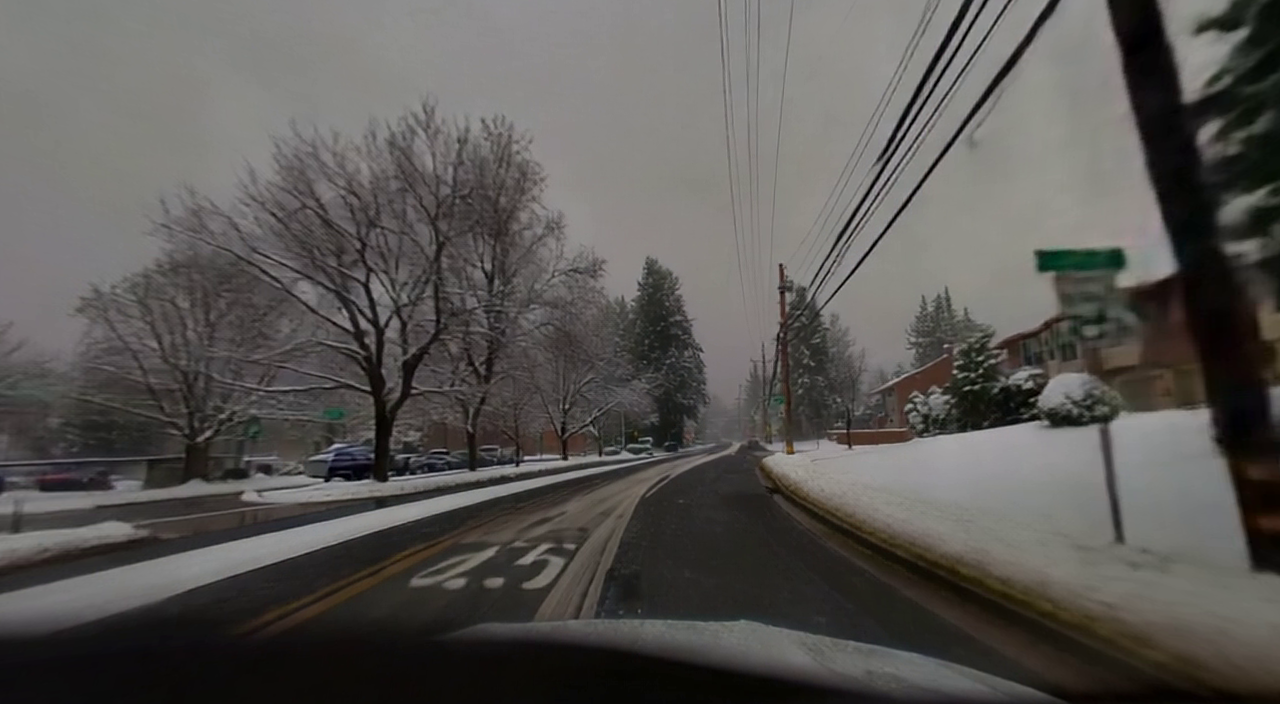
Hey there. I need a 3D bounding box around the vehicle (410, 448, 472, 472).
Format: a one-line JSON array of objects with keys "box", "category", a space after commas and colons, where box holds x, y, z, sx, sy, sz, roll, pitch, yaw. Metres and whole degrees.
[{"box": [-14.358, 7.791, 45.693, 4.123, 1.603, 1.906, 2, -9, -16], "category": "vehicle"}]

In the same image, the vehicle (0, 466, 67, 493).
[{"box": [-46.912, 9.630, 47.759, 4.659, 1.815, 2.069, 3, -9, -18], "category": "vehicle"}]

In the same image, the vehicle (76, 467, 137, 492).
[{"box": [-36.906, 8.793, 43.697, 4.305, 1.465, 1.903, -5, -10, 32], "category": "vehicle"}]

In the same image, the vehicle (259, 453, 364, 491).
[{"box": [-16.786, 6.117, 32.576, 4.675, 1.442, 1.906, -1, -8, -24], "category": "vehicle"}]

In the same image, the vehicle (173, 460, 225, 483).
[{"box": [-34.265, 9.243, 49.024, 4.478, 1.533, 2.018, -7, -11, 38], "category": "vehicle"}]
